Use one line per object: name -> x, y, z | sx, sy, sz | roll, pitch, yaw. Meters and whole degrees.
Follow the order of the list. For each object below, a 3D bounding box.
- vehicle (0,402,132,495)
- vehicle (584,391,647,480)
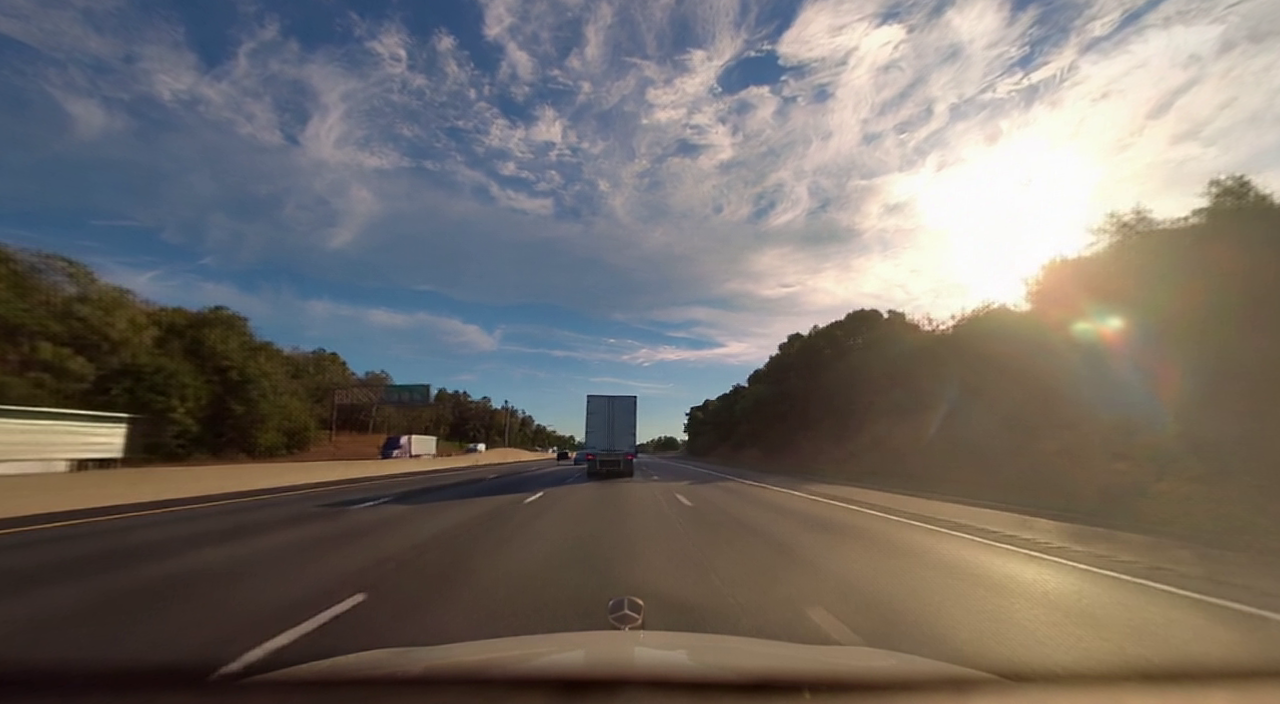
vehicle -> -27.562, 4.010, 26.122 | 2.790, 3.732, 12.674 | 0, -9, -2
vehicle -> -1.374, 4.747, 34.841 | 2.875, 4.056, 12.312 | 0, -9, -2
